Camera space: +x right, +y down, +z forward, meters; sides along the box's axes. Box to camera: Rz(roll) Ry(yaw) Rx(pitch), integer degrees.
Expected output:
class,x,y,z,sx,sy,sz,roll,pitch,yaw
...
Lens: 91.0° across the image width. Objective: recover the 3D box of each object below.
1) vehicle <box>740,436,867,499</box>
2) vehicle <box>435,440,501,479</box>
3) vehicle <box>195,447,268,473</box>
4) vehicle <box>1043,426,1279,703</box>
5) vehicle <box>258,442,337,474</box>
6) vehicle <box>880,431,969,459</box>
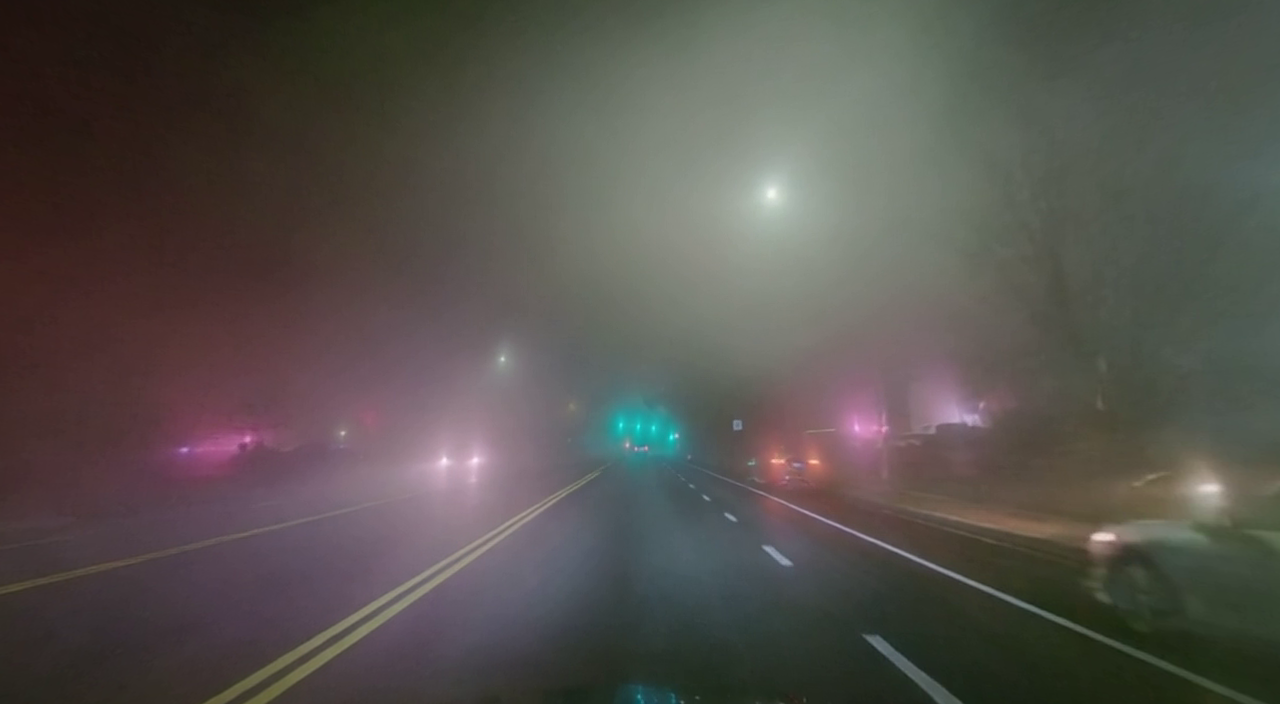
class,x,y,z,sx,sy,sz,roll,pitch,yaw
vehicle,4.496,3.274,18.458,2.154,1.550,5.785,0,-8,0
vehicle,-7.783,4.875,28.860,1.867,1.603,3.983,0,-8,1
vehicle,-26.516,7.012,40.957,3.527,1.415,1.748,-2,-7,-5
vehicle,4.280,1.037,2.635,1.968,1.482,4.991,0,-8,1
vehicle,-22.198,6.845,40.850,4.052,1.641,1.939,-5,-7,-2
vehicle,16.660,5.451,36.949,4.315,1.410,1.838,-2,-7,-3
